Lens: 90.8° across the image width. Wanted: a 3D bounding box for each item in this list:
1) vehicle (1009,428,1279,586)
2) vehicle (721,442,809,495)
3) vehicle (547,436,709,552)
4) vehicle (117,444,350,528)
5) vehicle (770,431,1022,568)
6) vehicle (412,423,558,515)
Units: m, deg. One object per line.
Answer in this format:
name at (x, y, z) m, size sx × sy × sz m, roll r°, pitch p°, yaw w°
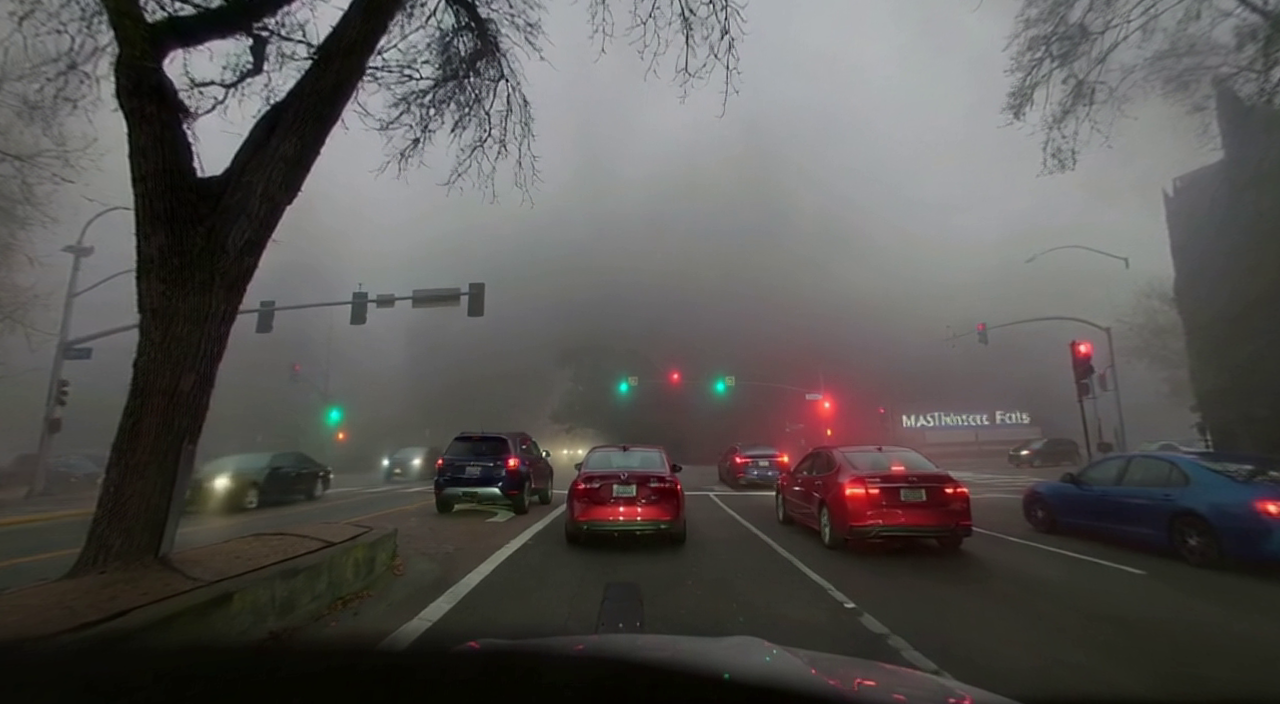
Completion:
vehicle at (7.207, 1.807, 8.224) m, size 2.004 × 1.508 × 4.646 m, roll 0°, pitch -8°, yaw 0°
vehicle at (3.820, 3.614, 20.139) m, size 1.888 × 1.472 × 4.528 m, roll 0°, pitch -8°, yaw 0°
vehicle at (-0.120, 2.118, 10.157) m, size 2.098 × 1.477 × 3.897 m, roll 0°, pitch -8°, yaw 1°
vehicle at (-8.330, 2.738, 13.607) m, size 2.045 × 1.438 × 4.480 m, roll 0°, pitch -8°, yaw 0°
vehicle at (3.282, 1.948, 9.177) m, size 2.020 × 1.513 × 4.120 m, roll 0°, pitch -8°, yaw 2°
vehicle at (-3.438, 2.712, 15.224) m, size 2.160 × 1.823 × 5.115 m, roll 0°, pitch -8°, yaw 1°
